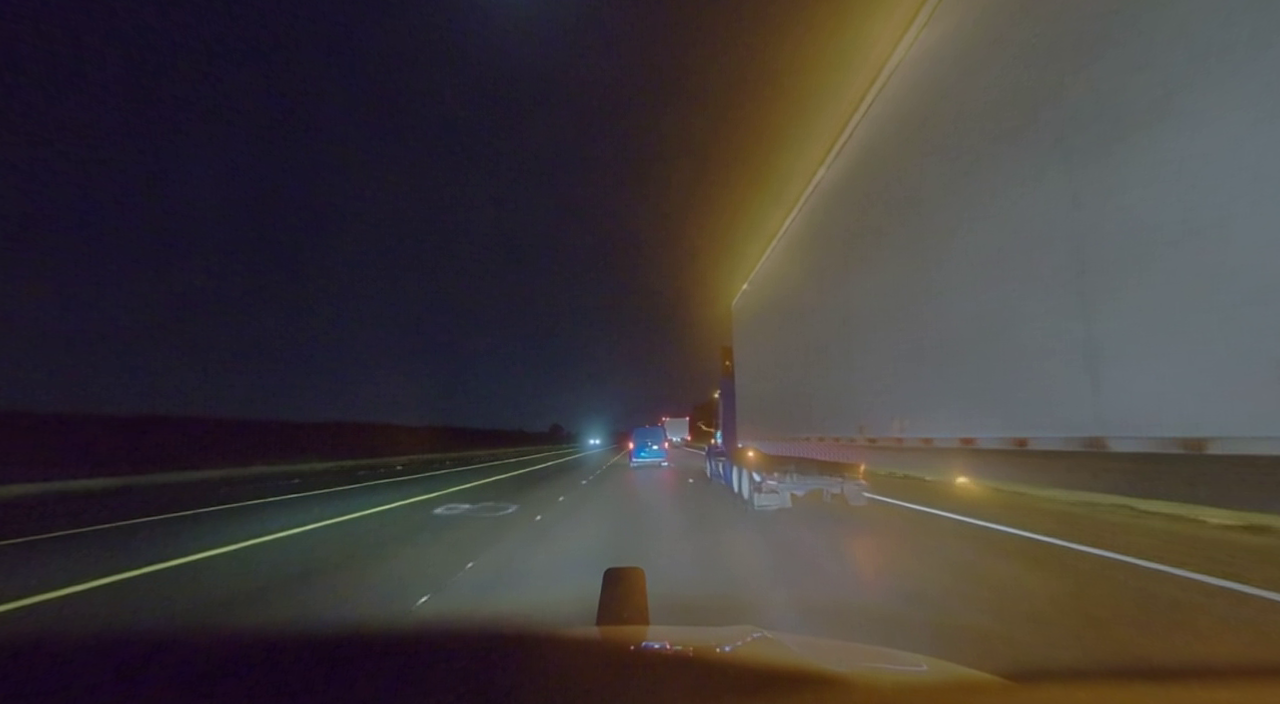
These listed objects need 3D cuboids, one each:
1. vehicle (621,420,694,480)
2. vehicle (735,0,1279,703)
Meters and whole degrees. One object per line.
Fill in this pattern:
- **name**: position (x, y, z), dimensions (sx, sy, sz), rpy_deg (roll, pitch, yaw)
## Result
- **vehicle**: position (0.627, 3.639, 23.590), dimensions (2.469, 2.027, 4.554), rpy_deg (0, -8, 1)
- **vehicle**: position (3.967, -0.023, 5.081), dimensions (3.892, 4.216, 16.830), rpy_deg (0, -8, 0)
